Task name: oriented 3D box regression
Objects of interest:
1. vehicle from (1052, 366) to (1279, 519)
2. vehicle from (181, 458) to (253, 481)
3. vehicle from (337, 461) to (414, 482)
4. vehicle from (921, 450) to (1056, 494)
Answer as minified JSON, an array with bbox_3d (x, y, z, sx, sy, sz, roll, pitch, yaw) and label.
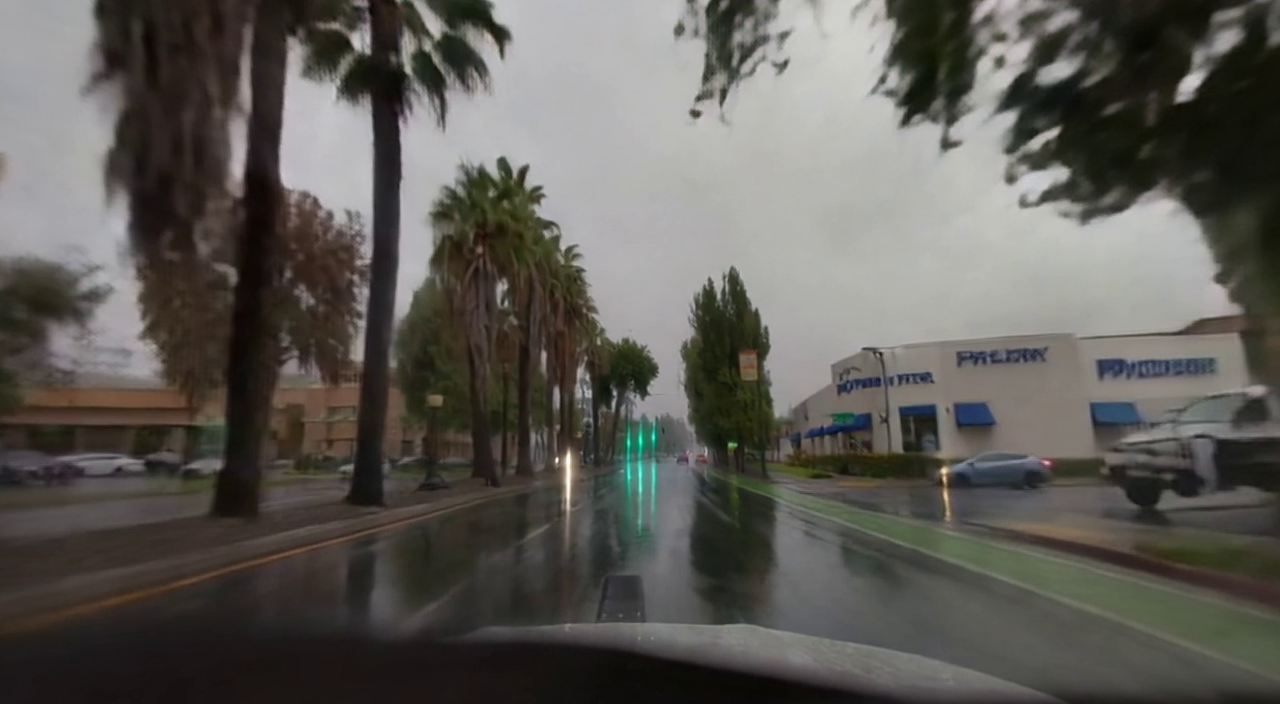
[{"bbox_3d":[14.387,2.169,14.847,7.635,3.131,2.691,1,-10,-6],"label":"vehicle"},{"bbox_3d":[-32.970,9.147,49.321,4.171,1.682,1.981,0,-10,3],"label":"vehicle"},{"bbox_3d":[-20.451,9.243,48.938,5.136,1.515,1.964,7,-12,-35],"label":"vehicle"},{"bbox_3d":[14.350,4.986,26.378,4.601,1.696,1.977,-3,-11,20],"label":"vehicle"}]
